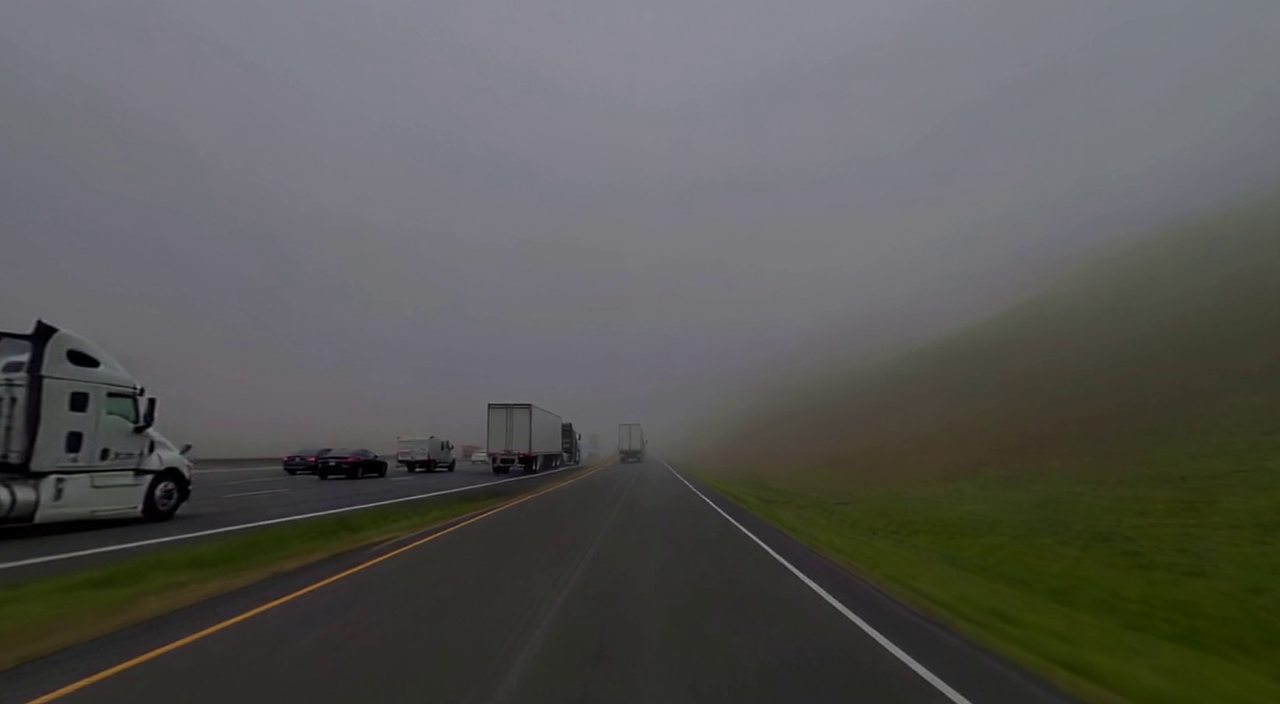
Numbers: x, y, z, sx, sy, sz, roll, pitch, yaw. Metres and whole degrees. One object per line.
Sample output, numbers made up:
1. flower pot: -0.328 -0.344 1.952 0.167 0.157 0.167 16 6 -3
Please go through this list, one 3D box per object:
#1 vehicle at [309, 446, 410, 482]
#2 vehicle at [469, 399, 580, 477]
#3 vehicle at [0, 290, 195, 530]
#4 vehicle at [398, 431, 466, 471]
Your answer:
1. vehicle: -12.794 5.116 29.134 1.925 1.493 4.864 -1 -9 8
2. vehicle: -6.807 5.673 40.548 2.848 4.067 14.314 -1 -9 7
3. vehicle: -11.500 1.041 10.741 2.960 3.757 5.799 -1 -9 7
4. vehicle: -14.520 6.964 44.456 2.264 2.596 5.494 -1 -9 8
